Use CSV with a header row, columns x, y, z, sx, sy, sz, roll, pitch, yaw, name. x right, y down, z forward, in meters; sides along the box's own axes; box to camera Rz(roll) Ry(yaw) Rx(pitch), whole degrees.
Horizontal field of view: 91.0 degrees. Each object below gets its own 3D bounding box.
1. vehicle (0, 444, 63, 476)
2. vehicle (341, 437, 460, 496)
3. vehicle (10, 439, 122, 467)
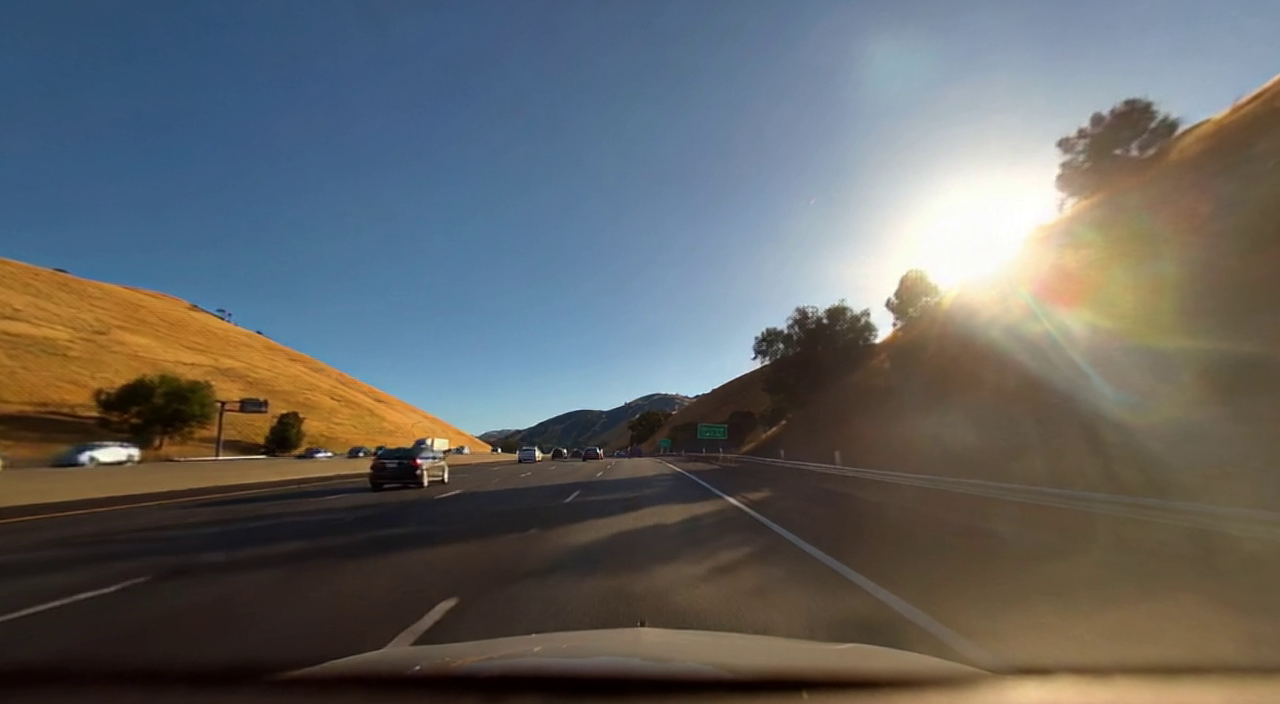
x,y,z,sx,sy,sz,roll,pitch,yaw,name
-30.637,5.169,30.194,2.016,1.473,4.121,0,-9,-2,vehicle
-7.304,3.528,19.740,2.045,1.624,4.338,0,-9,0,vehicle
-38.711,6.823,42.720,2.190,1.756,5.847,0,-9,-2,vehicle
